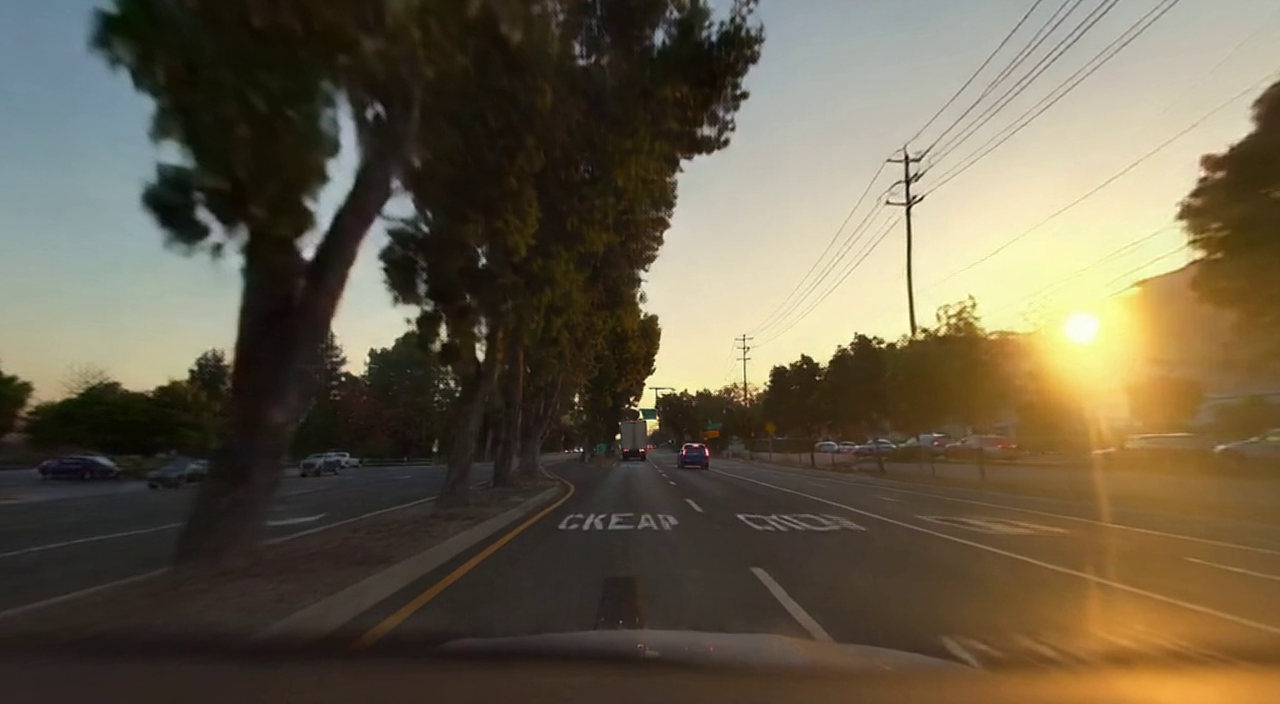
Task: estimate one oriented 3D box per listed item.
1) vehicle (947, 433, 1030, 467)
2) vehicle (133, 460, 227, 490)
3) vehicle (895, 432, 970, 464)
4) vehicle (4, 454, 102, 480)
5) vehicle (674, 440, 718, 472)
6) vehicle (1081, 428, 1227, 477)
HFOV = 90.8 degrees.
[{"bbox_3d":[20.476,5.826,37.402,1.993,1.854,5.008,0,-9,-1],"label":"vehicle"},{"bbox_3d":[-26.177,6.993,36.198,1.883,1.482,4.779,0,-9,-2],"label":"vehicle"},{"bbox_3d":[20.514,6.812,44.701,2.529,2.086,5.902,0,-9,1],"label":"vehicle"},{"bbox_3d":[-39.398,7.710,42.500,4.470,1.657,2.028,0,-9,-1],"label":"vehicle"},{"bbox_3d":[3.224,6.136,37.405,2.086,1.803,4.607,0,-9,-1],"label":"vehicle"},{"bbox_3d":[20.170,3.987,25.109,1.939,1.753,4.469,0,-9,0],"label":"vehicle"}]
